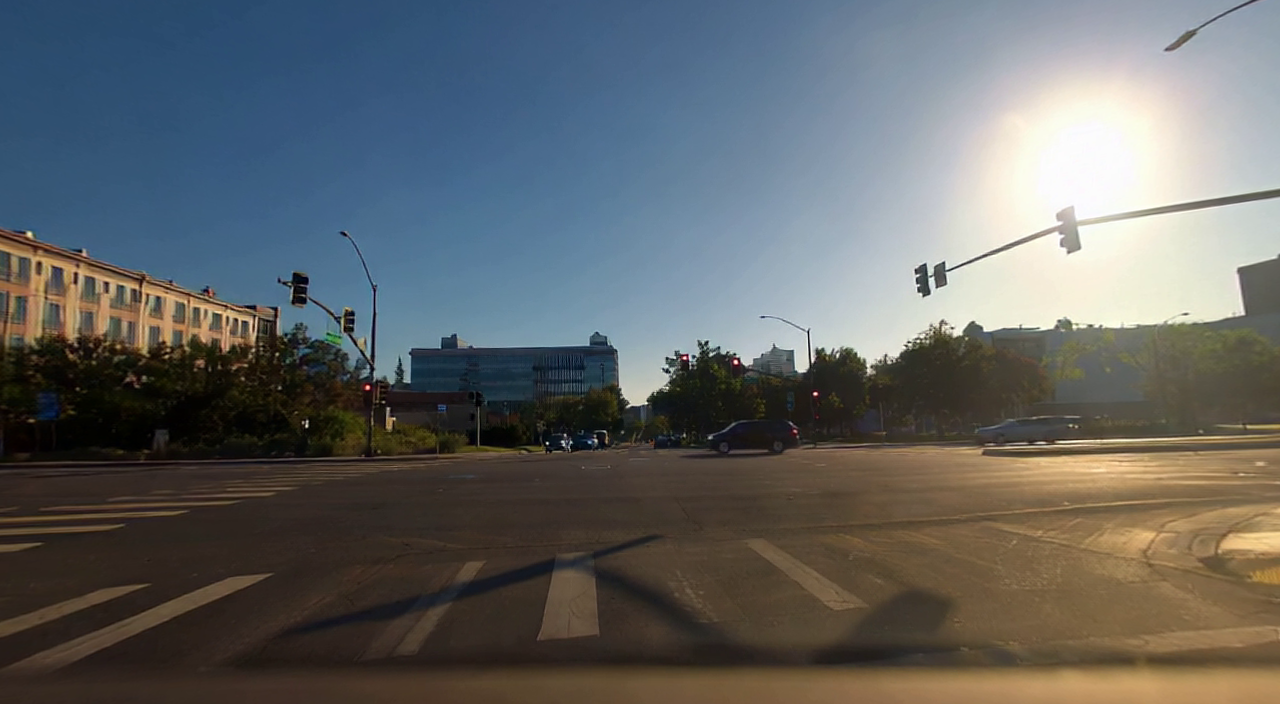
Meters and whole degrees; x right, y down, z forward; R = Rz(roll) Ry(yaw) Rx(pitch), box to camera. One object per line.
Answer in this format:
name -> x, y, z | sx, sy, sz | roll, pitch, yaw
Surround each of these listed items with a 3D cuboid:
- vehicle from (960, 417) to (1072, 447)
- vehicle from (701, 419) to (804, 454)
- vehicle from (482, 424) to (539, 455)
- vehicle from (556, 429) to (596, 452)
vehicle -> 18.721, 4.041, 31.503 | 4.510, 1.431, 1.884 | 1, -9, -7
vehicle -> 5.262, 4.019, 29.806 | 4.407, 1.569, 1.859 | 1, -9, -5
vehicle -> -8.290, 5.733, 40.892 | 2.000, 1.864, 5.044 | -1, -9, 7
vehicle -> -4.387, 6.168, 43.768 | 1.919, 1.467, 4.086 | -1, -9, 6
